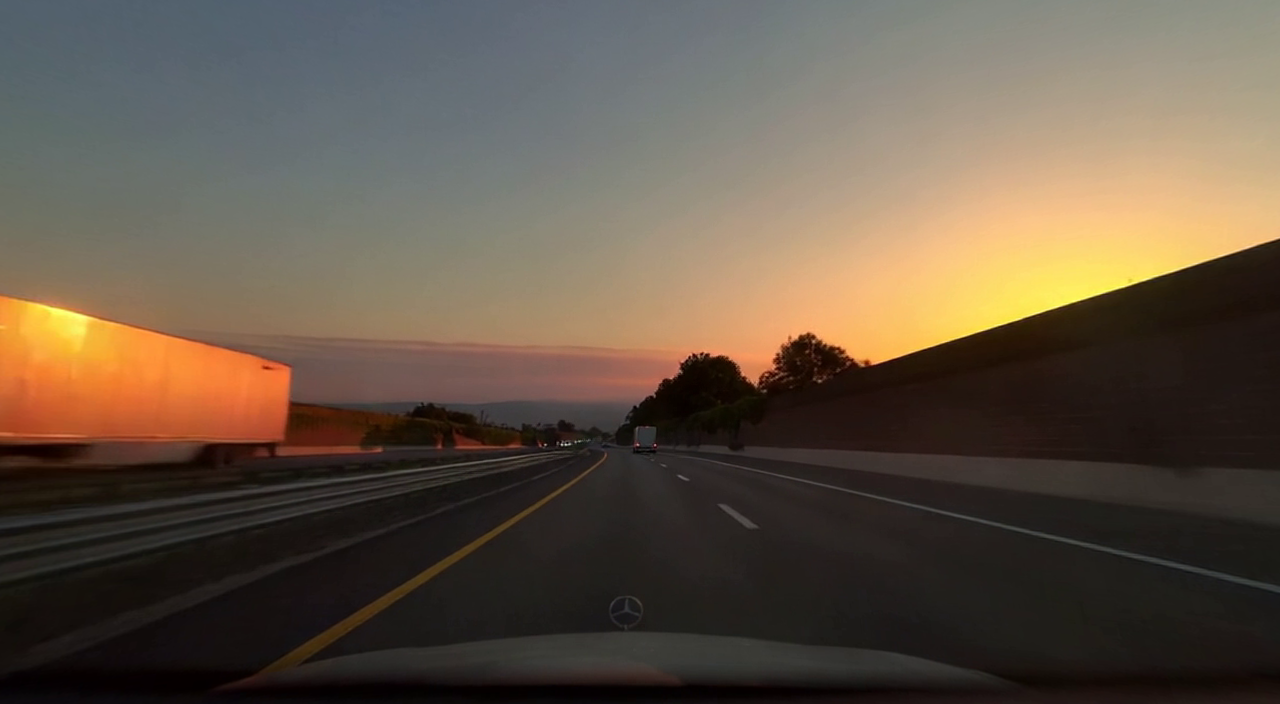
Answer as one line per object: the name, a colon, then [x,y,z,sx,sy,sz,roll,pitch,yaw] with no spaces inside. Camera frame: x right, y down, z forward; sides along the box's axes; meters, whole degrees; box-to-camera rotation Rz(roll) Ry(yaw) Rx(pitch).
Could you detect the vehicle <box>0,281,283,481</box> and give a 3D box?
vehicle: [-16.260,1.374,19.076,3.039,4.546,13.279,1,-9,-1]
